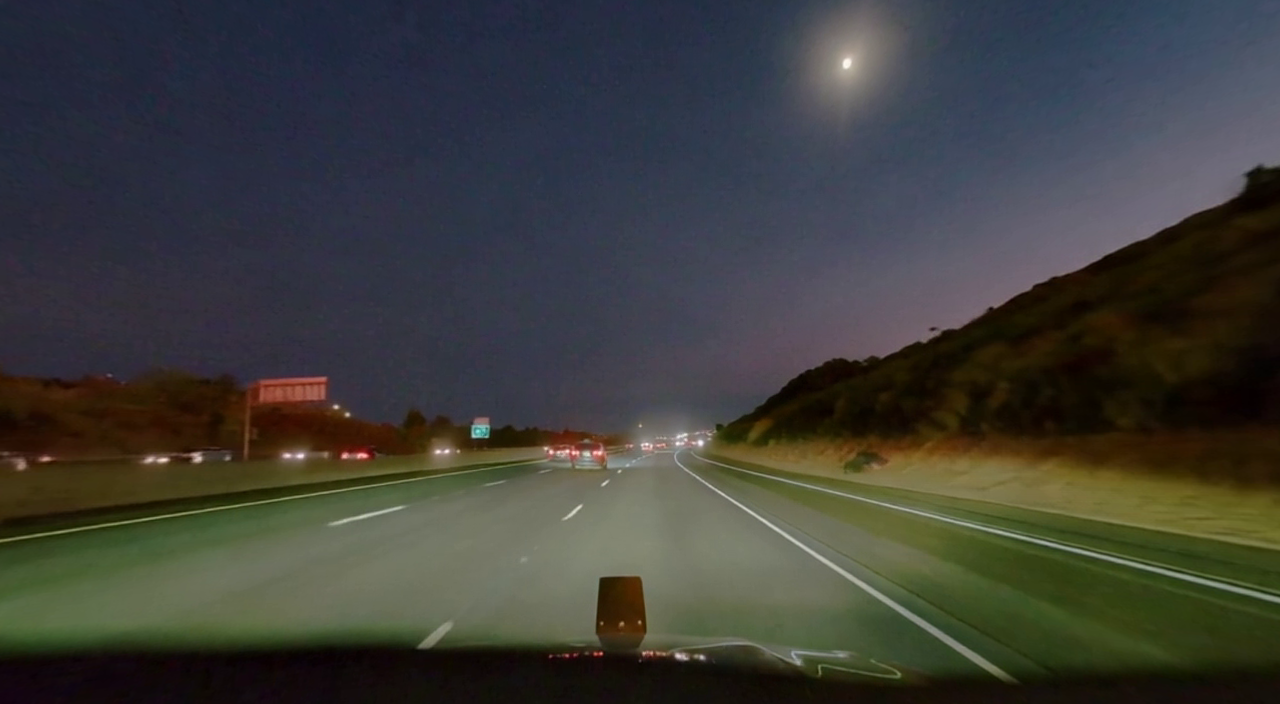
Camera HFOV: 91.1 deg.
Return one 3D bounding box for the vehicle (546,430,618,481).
[{"bbox_3d":[-2.317,4.334,26.620,2.413,1.896,5.218,-1,-8,1],"label":"vehicle"}]
